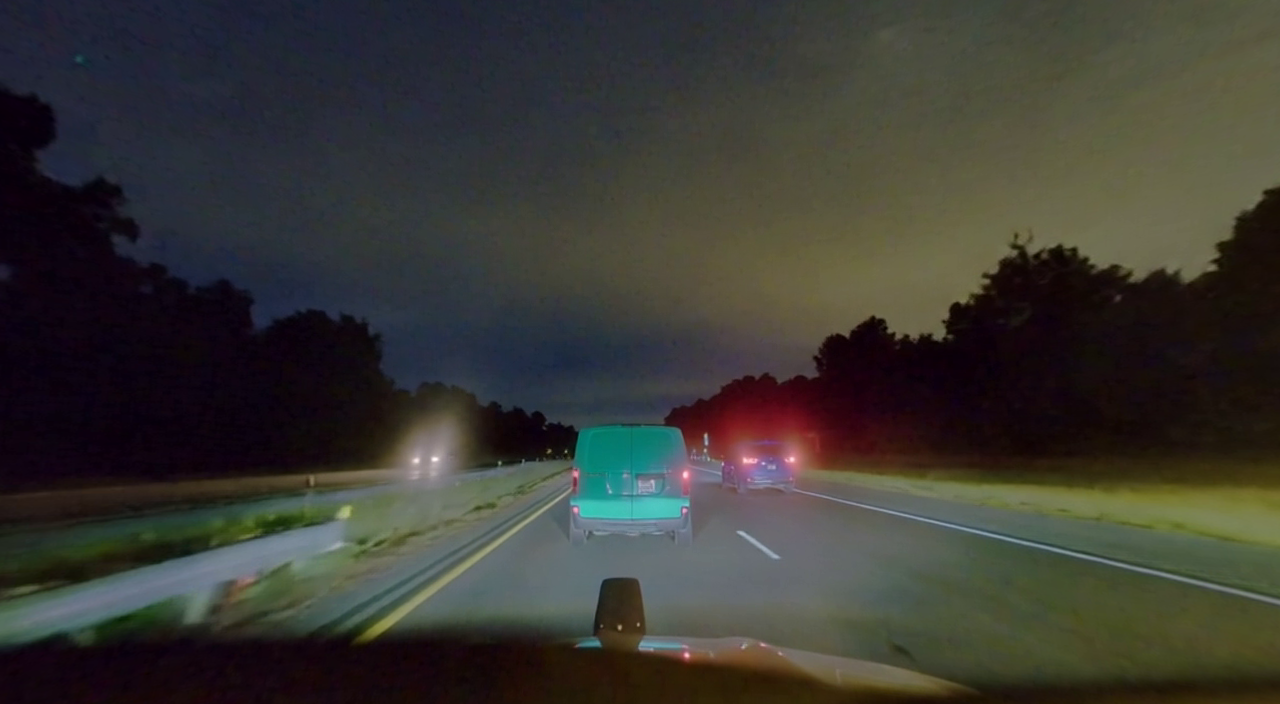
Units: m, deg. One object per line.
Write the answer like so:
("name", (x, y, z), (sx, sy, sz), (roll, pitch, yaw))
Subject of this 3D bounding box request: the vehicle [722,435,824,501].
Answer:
("vehicle", (3.897, 3.503, 19.367), (2.043, 1.767, 4.620), (0, -9, -1))

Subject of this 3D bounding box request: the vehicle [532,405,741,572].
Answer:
("vehicle", (-0.041, 1.823, 9.055), (2.288, 1.823, 4.059), (0, -9, 0))

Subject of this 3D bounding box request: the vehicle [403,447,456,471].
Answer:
("vehicle", (-13.596, 6.917, 40.910), (2.006, 1.459, 4.251), (0, -9, 0))
